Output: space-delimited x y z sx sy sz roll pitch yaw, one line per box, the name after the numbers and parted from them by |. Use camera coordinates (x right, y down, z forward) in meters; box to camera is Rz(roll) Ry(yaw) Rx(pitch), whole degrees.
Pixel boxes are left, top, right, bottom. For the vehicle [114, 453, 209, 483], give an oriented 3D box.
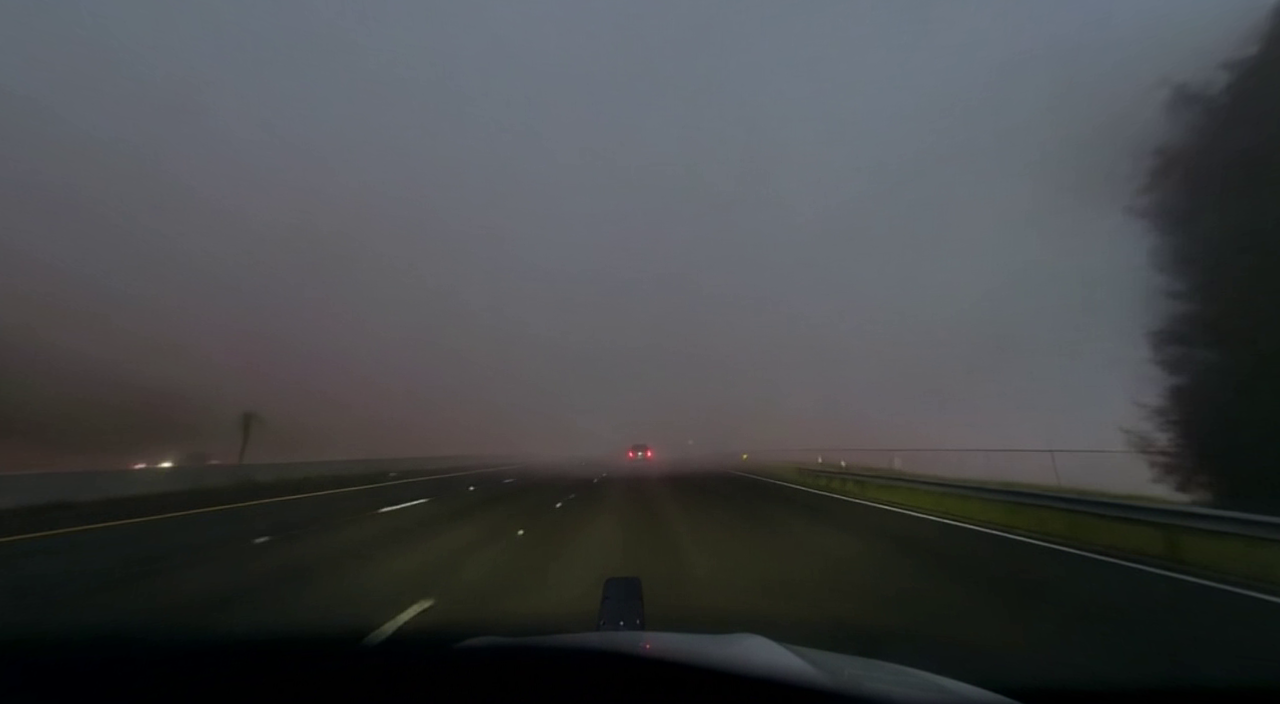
-24.571 5.954 32.550 1.911 1.415 3.725 0 -9 1 | vehicle
